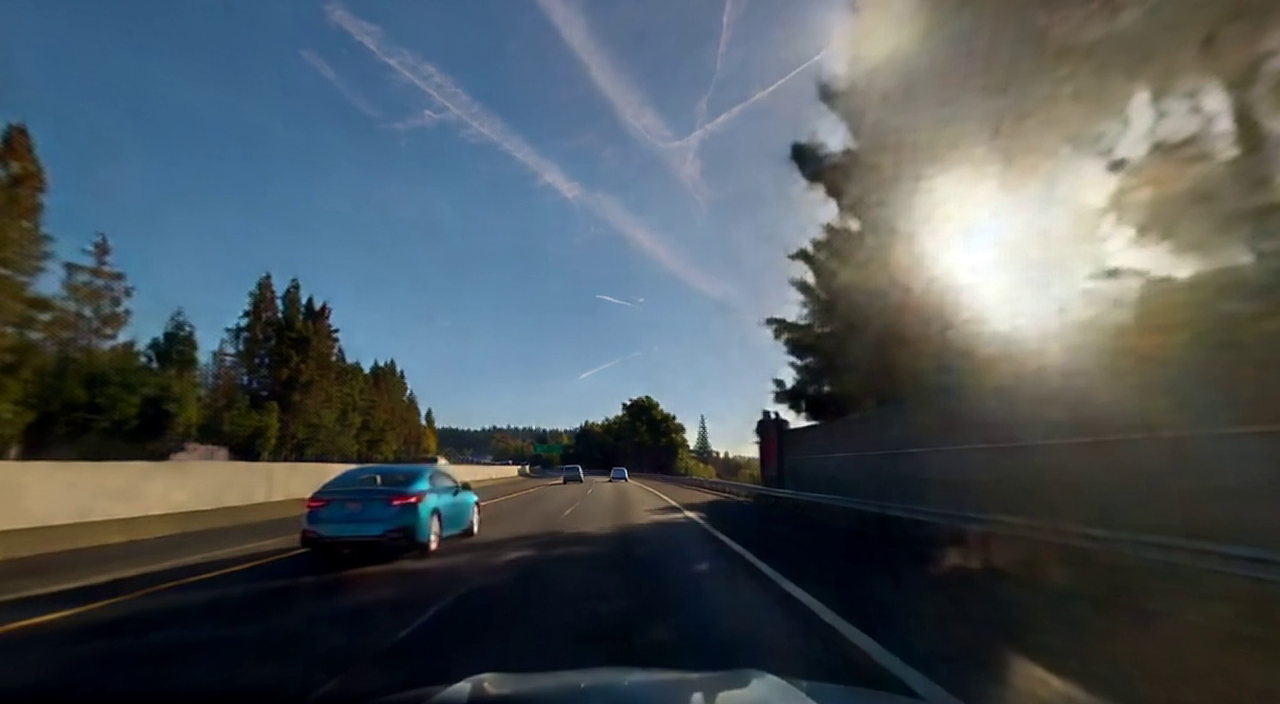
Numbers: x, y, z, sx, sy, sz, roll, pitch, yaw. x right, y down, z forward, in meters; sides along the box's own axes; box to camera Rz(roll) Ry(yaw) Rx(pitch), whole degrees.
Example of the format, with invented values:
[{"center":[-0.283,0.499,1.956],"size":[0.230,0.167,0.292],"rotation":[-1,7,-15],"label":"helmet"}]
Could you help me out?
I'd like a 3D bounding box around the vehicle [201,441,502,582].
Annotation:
[{"center":[-3.848,2.299,9.785],"size":[2.328,1.559,5.041],"rotation":[1,-11,-1],"label":"vehicle"}]
